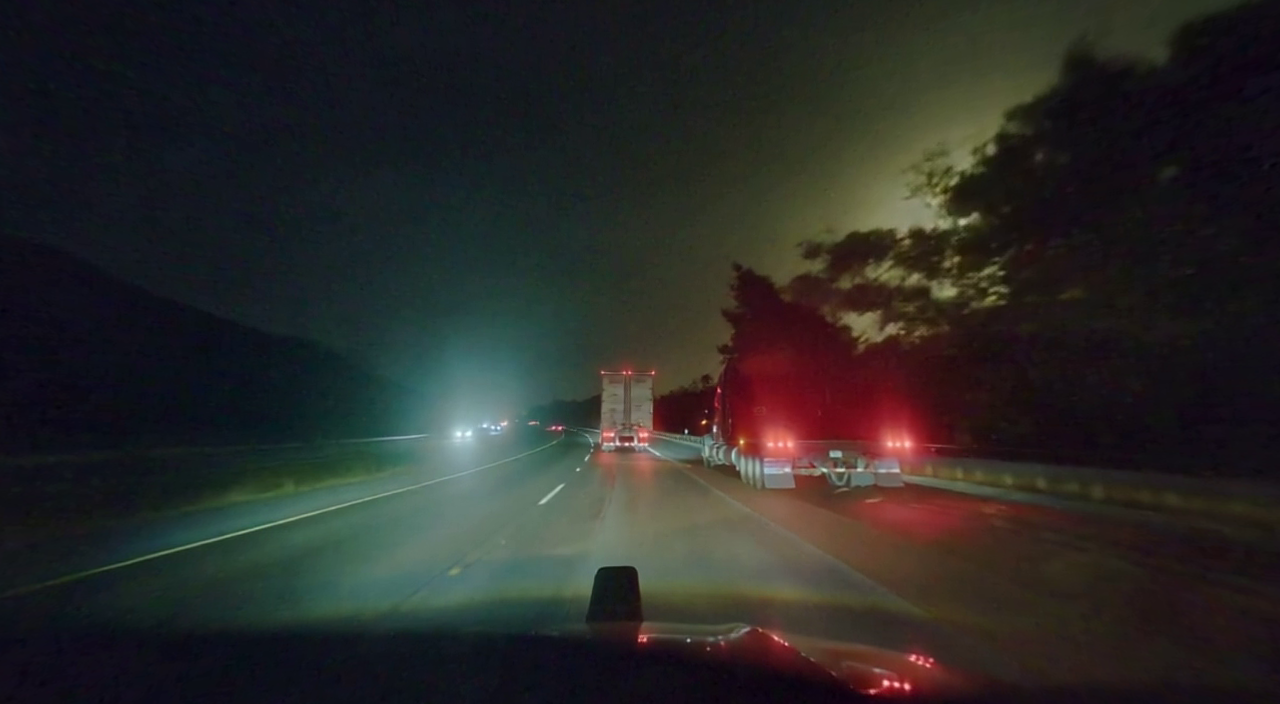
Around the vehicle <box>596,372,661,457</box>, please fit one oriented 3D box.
[{"bbox_3d":[-0.806,3.599,34.637,3.023,3.965,10.402,0,-8,-3],"label":"vehicle"}]
